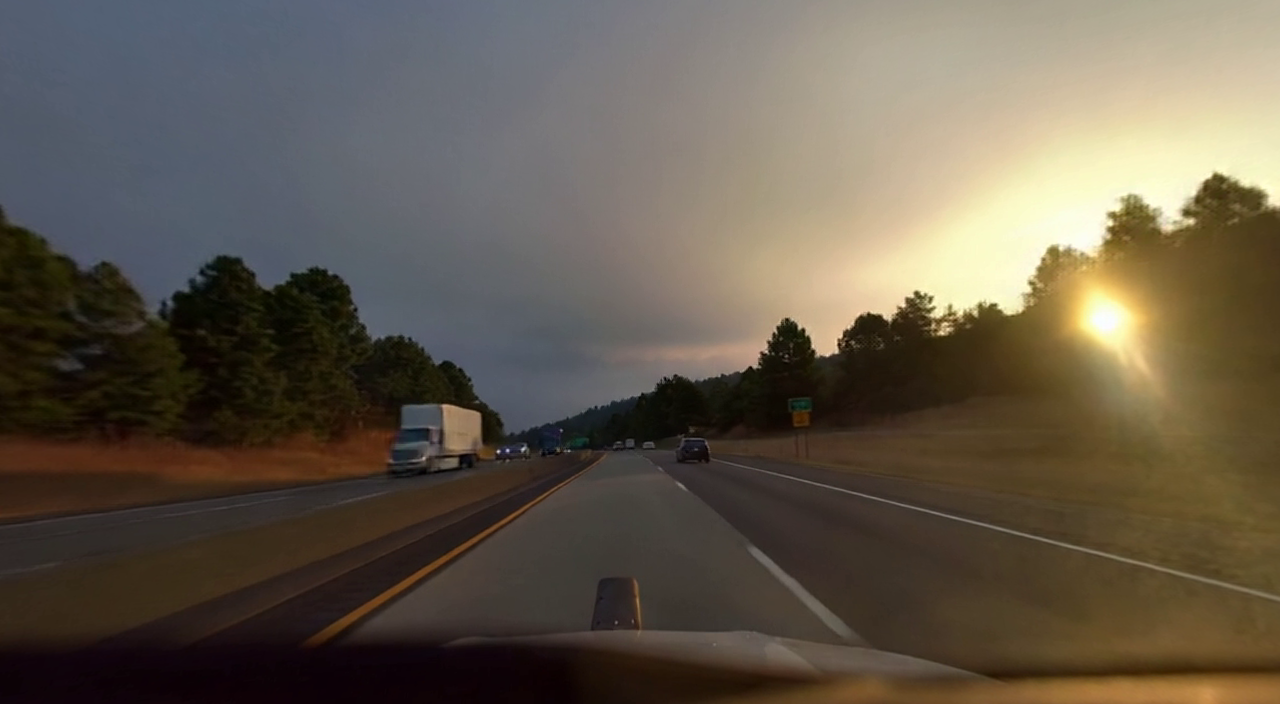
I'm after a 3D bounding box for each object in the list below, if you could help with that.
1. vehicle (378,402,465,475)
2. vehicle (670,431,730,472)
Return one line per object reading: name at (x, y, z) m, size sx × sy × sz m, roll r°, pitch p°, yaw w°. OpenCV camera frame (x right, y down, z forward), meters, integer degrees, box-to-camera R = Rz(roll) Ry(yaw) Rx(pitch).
vehicle at (-12.446, 5.005, 36.429) m, size 3.000 × 3.815 × 5.831 m, roll 0°, pitch -8°, yaw -2°
vehicle at (2.589, 4.418, 28.105) m, size 2.043 × 1.673 × 4.016 m, roll 0°, pitch -8°, yaw -3°
